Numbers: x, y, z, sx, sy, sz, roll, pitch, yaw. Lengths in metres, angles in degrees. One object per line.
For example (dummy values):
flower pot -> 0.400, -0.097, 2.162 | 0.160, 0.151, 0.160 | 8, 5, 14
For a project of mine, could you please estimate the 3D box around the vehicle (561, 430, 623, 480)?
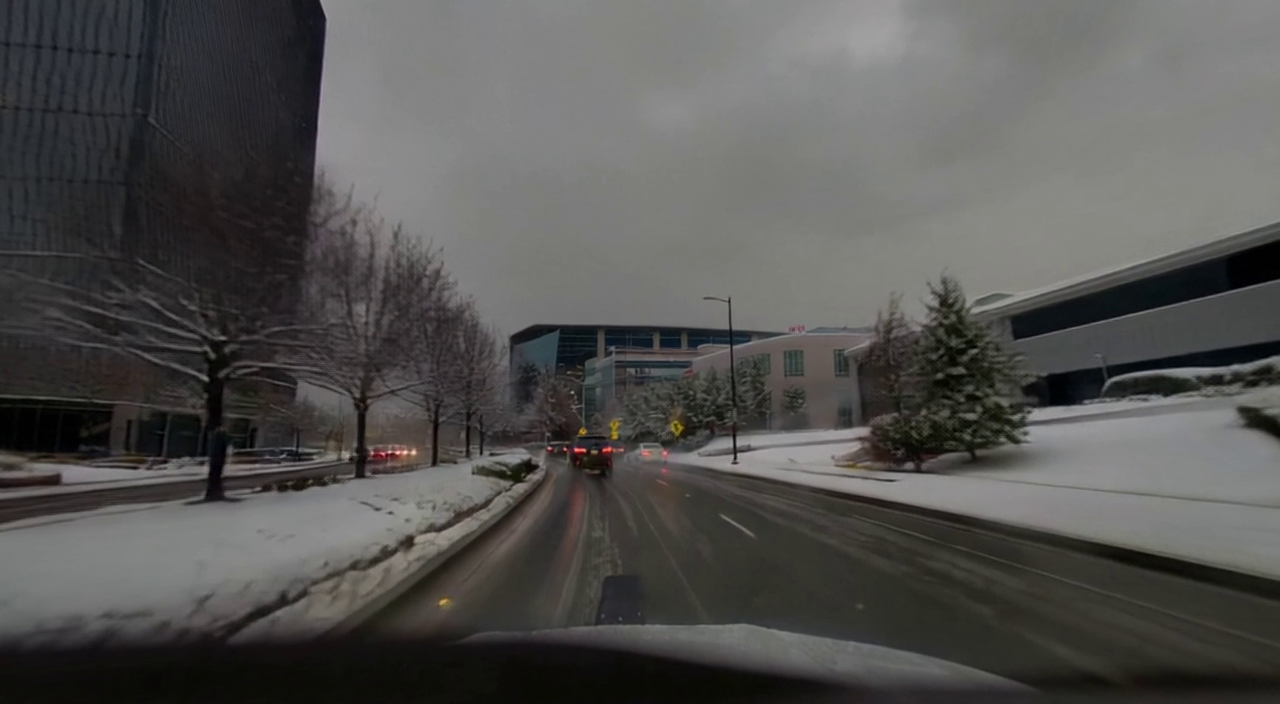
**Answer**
vehicle -> -1.924, 3.997, 24.562 | 2.173, 1.761, 4.374 | 1, -9, -6

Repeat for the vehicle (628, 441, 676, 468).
vehicle -> 0.668, 6.280, 38.750 | 2.116, 1.506, 4.355 | 2, -9, -10
